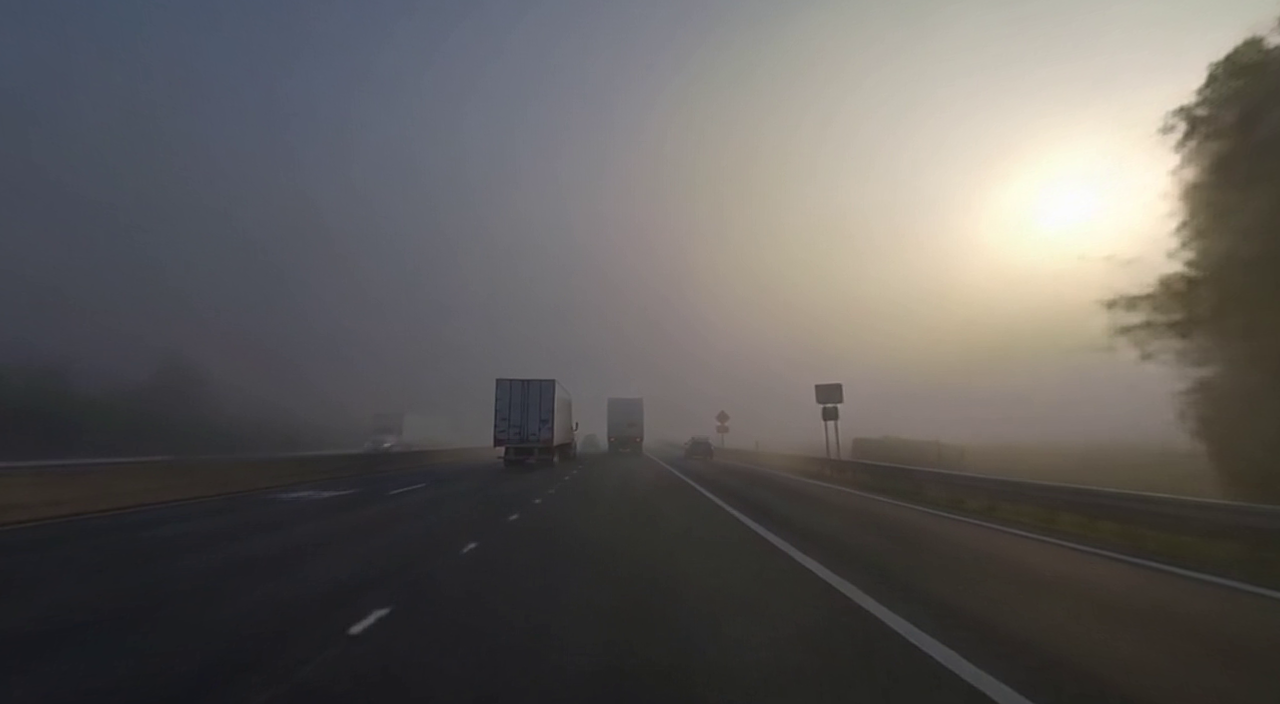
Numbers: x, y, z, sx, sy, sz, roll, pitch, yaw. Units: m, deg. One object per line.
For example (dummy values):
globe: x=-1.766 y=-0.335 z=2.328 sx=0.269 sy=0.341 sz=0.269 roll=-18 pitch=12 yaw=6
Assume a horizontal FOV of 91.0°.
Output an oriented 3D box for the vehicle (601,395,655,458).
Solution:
vehicle: x=-1.224 y=6.021 z=49.377 sx=3.475 sy=4.037 sz=17.454 roll=0 pitch=-8 yaw=-3

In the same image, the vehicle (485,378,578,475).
vehicle: x=-4.163 y=3.110 z=25.703 sx=2.728 sy=3.405 sz=7.096 roll=0 pitch=-8 yaw=-2

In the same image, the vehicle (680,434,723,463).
vehicle: x=3.348 y=5.301 z=34.796 sx=1.891 sy=1.477 sz=3.599 roll=0 pitch=-8 yaw=-2
